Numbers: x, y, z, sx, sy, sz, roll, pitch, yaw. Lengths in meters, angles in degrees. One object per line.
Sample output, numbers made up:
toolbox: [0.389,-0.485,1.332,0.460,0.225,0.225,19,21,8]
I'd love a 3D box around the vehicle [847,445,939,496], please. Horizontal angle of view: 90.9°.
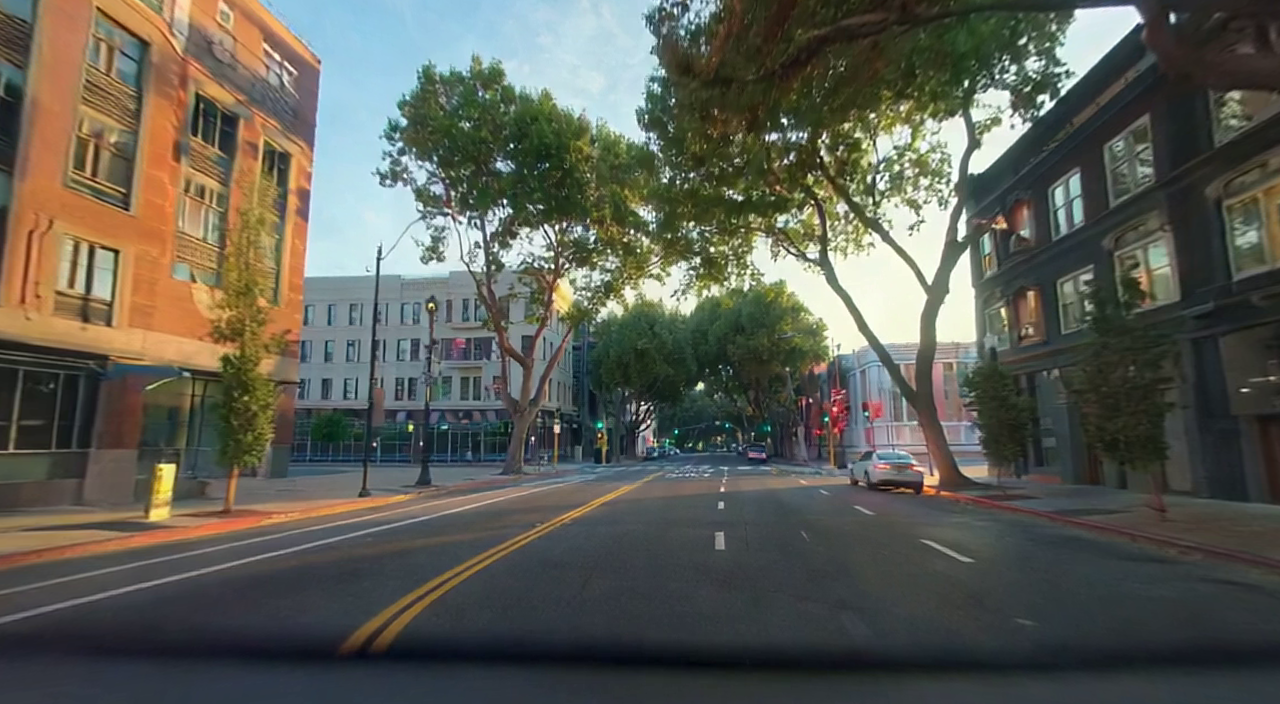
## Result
vehicle: [8.248,3.836,20.942,1.759,1.488,4.124,-1,-8,6]

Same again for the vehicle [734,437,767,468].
vehicle: [7.344,6.671,42.221,1.971,1.919,4.748,-1,-8,8]
